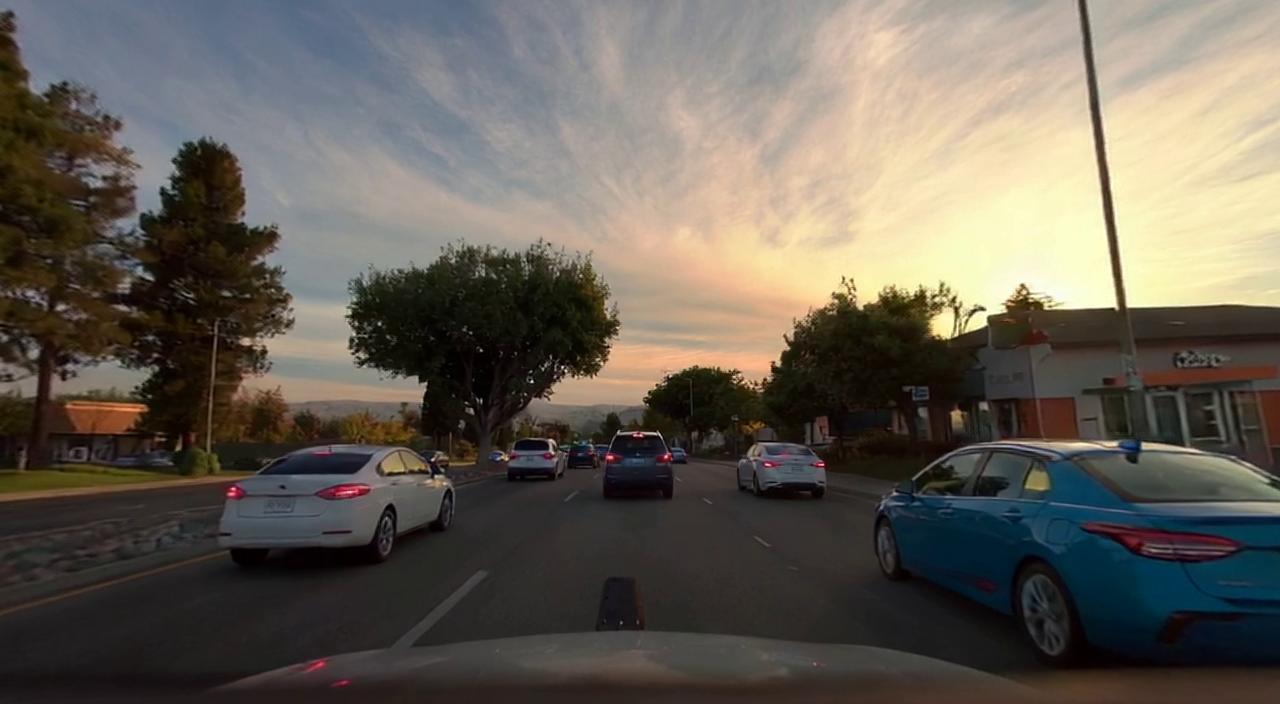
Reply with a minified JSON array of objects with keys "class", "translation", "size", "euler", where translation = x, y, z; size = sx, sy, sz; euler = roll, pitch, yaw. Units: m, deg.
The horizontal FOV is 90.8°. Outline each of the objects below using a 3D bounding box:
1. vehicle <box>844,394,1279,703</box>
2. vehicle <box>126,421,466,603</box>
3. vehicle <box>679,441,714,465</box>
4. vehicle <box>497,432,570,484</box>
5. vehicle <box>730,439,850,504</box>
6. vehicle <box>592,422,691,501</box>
[{"class":"vehicle","translation":[3.179,1.210,4.347],"size":[1.976,1.492,4.436],"euler":[0,-8,-1]},{"class":"vehicle","translation":[-3.602,1.709,7.653],"size":[1.864,1.574,4.031],"euler":[0,-8,-1]},{"class":"vehicle","translation":[3.807,6.814,42.852],"size":[1.926,1.522,3.852],"euler":[0,-8,-1]},{"class":"vehicle","translation":[-3.781,3.853,23.241],"size":[1.932,1.695,4.150],"euler":[0,-8,0]},{"class":"vehicle","translation":[3.743,3.045,16.666],"size":[1.888,1.456,4.589],"euler":[0,-8,-2]},{"class":"vehicle","translation":[0.024,2.844,16.794],"size":[2.279,1.803,4.254],"euler":[0,-8,0]}]
